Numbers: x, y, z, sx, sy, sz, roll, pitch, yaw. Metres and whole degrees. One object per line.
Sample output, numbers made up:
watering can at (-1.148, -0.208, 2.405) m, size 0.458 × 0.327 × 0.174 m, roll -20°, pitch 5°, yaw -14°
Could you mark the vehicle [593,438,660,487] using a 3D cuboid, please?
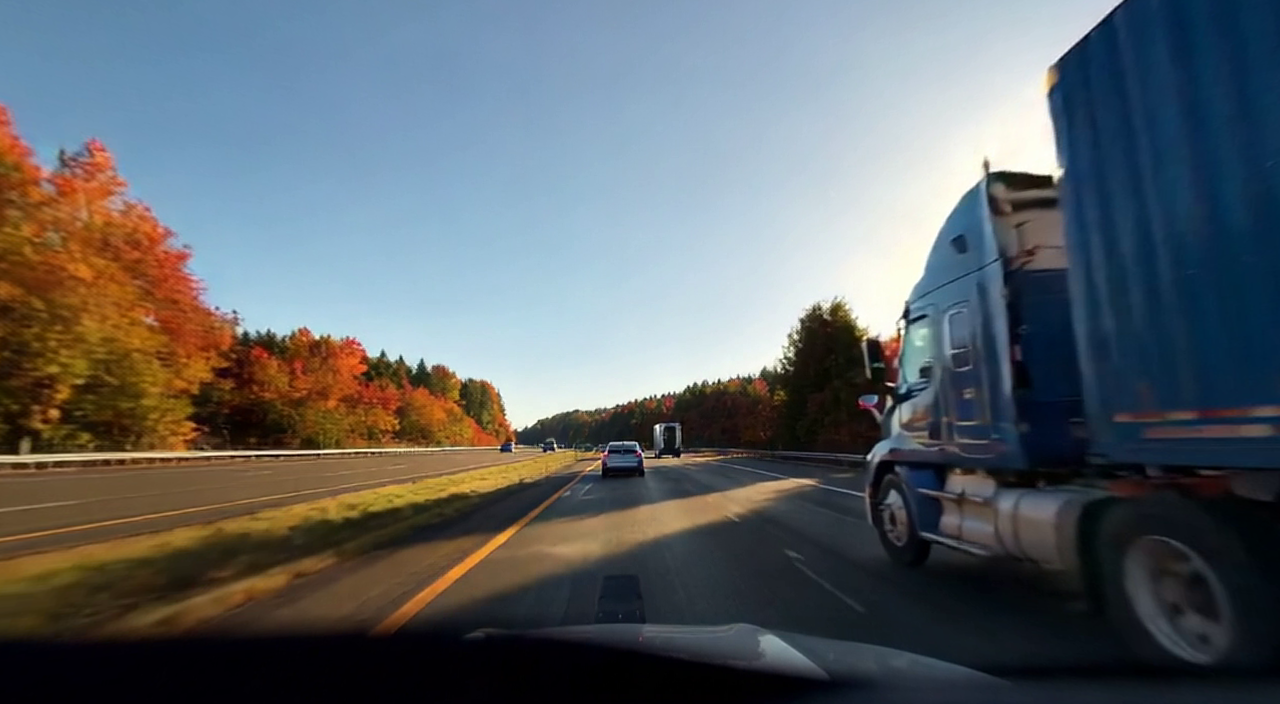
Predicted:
vehicle at (-0.468, 3.787, 21.761) m, size 2.099 × 1.506 × 4.097 m, roll 0°, pitch -9°, yaw -1°
